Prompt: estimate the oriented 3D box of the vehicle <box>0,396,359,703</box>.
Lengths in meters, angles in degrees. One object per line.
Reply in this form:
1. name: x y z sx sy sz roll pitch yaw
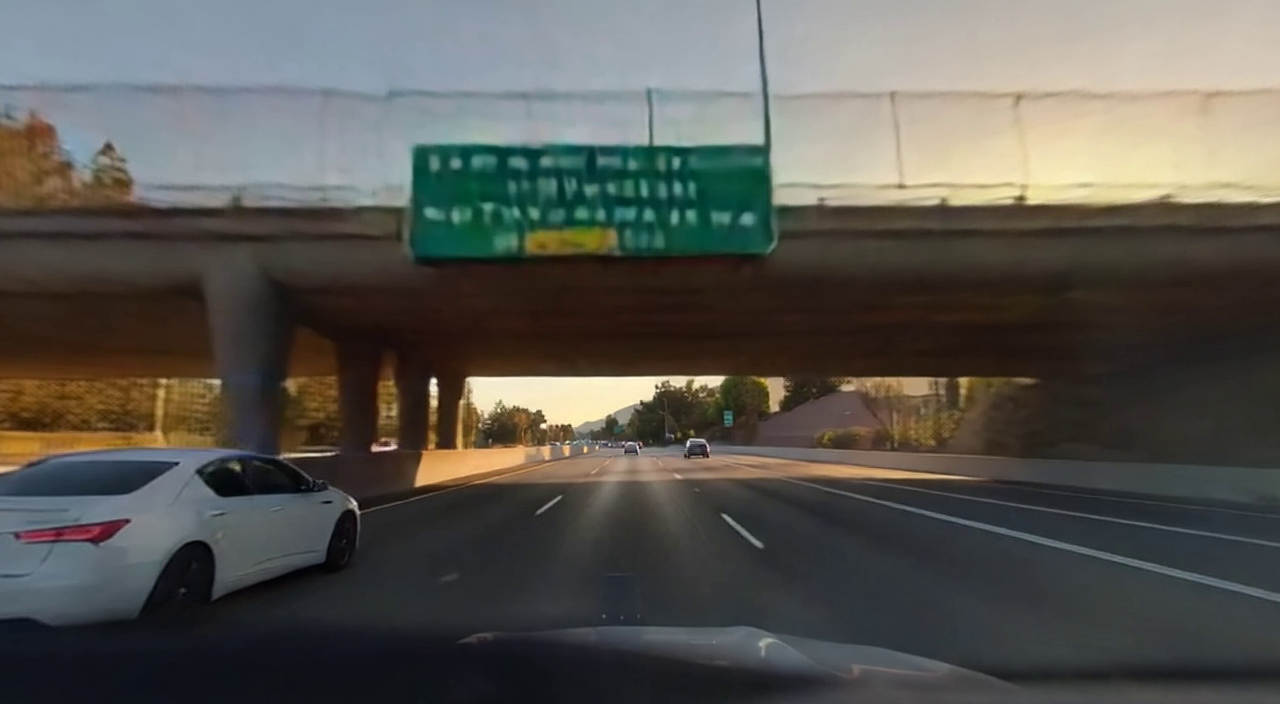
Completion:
1. vehicle: -4.043 1.222 4.543 2.050 1.547 4.266 0 -8 0
